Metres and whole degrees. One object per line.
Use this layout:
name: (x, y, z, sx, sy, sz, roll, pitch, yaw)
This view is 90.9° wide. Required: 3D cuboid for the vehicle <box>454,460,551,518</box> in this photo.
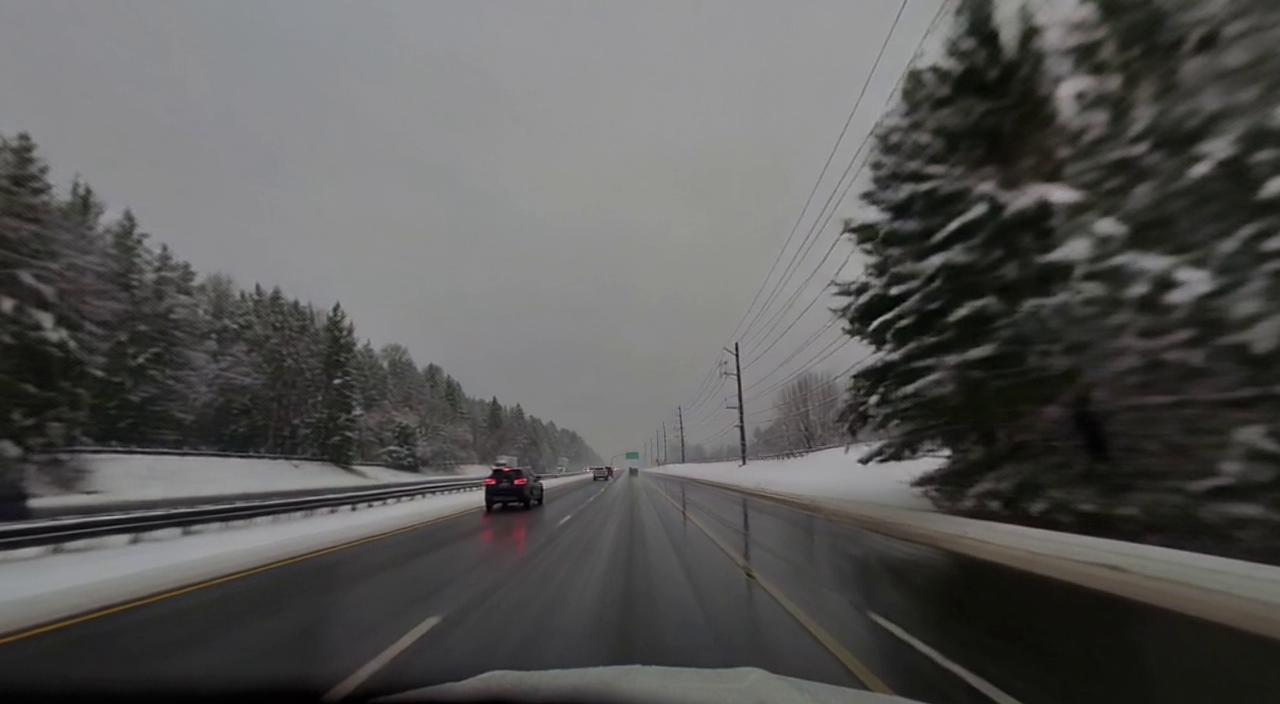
vehicle: (-3.984, 4.062, 19.040, 1.963, 1.501, 4.227, 1, -11, 0)
